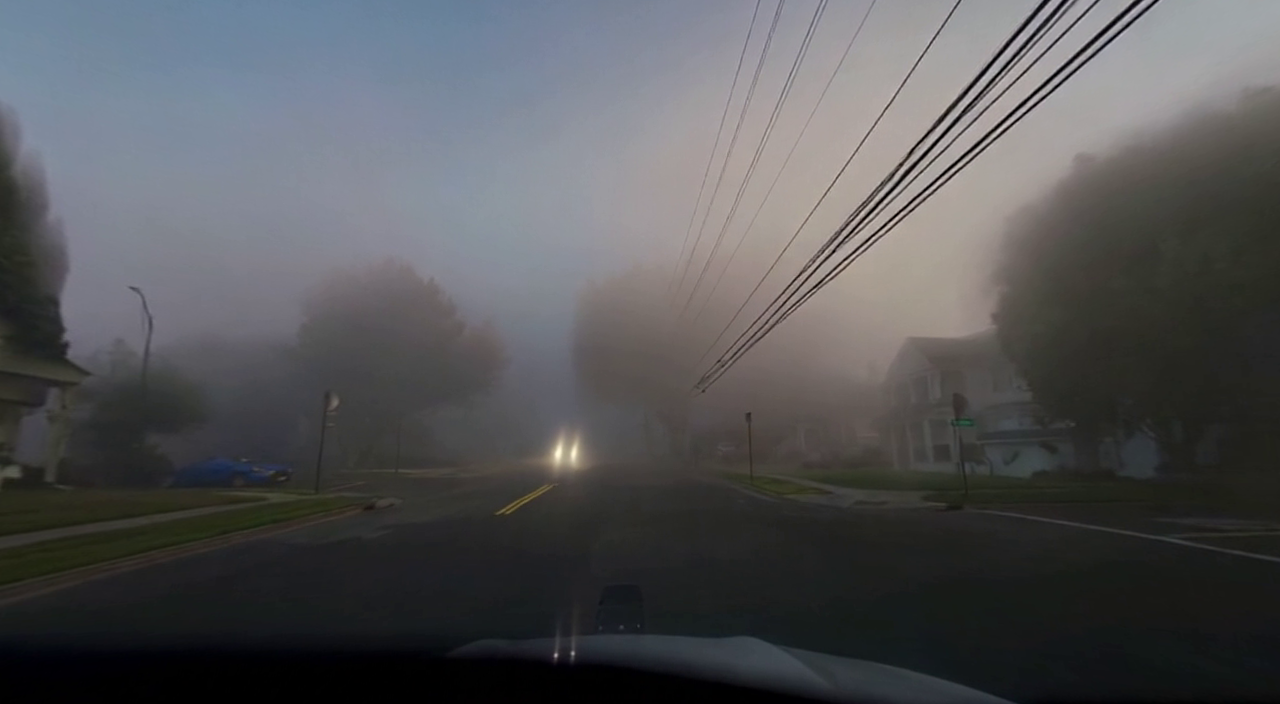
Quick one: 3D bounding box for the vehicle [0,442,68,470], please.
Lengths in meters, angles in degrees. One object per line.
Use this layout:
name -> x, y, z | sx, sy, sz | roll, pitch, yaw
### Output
vehicle -> -40.508, 6.852, 41.668 | 1.842, 1.616, 4.207 | -3, -8, -3

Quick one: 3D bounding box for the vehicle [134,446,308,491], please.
vehicle -> -14.795, 4.114, 22.514 | 4.751, 1.459, 1.996 | -1, -8, -1

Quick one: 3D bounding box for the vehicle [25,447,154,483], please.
vehicle -> -26.059, 5.348, 30.015 | 4.338, 1.496, 1.857 | -1, -6, -2

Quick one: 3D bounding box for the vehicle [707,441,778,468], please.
vehicle -> 7.007, 7.072, 43.525 | 4.412, 1.565, 1.957 | -3, -8, -1
